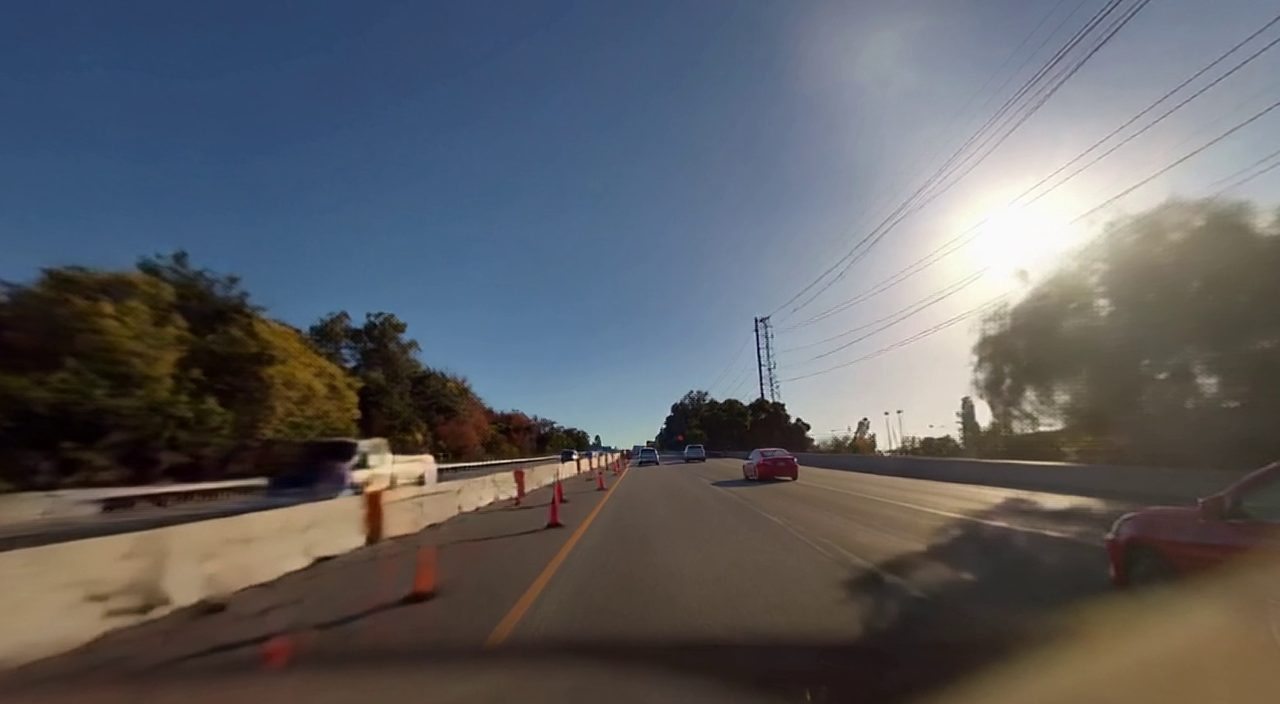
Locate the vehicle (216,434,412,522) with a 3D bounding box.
[{"bbox_3d":[-7.597,2.917,15.412,2.176,1.763,4.720,0,-7,2],"label":"vehicle"}]

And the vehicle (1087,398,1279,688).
[{"bbox_3d":[4.481,0.912,2.574,1.997,1.568,4.529,0,-8,1],"label":"vehicle"}]

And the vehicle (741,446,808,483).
[{"bbox_3d":[5.592,4.686,26.681,1.881,1.409,4.016,0,-8,-1],"label":"vehicle"}]

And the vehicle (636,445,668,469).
[{"bbox_3d":[0.806,7.386,44.561,2.096,1.583,4.150,0,-8,0],"label":"vehicle"}]
